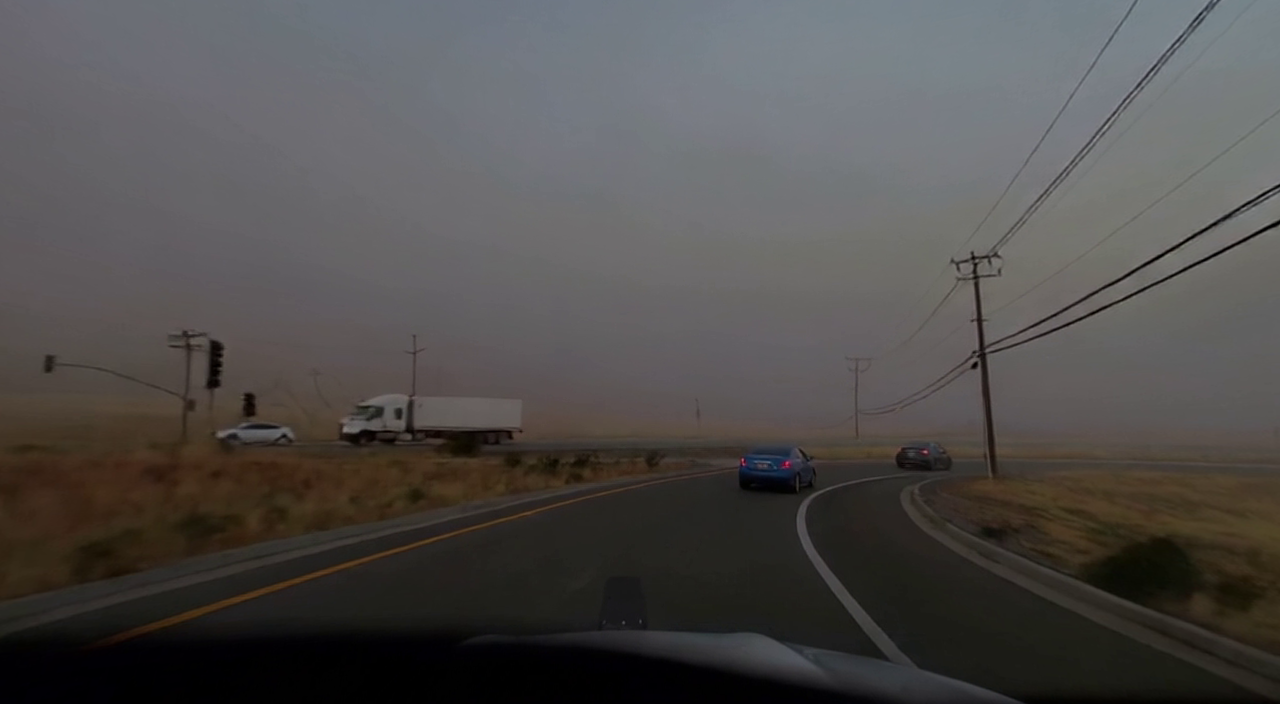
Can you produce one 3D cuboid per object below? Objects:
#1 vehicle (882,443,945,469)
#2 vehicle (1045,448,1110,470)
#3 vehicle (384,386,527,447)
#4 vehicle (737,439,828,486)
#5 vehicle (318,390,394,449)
[{"bbox_3d":[16.274,6.153,37.426,4.307,1.465,1.836,9,-12,-44],"label":"vehicle"},{"bbox_3d":[32.416,7.919,46.724,4.102,1.552,1.931,4,-10,-23],"label":"vehicle"},{"bbox_3d":[-13.080,4.810,45.385,9.356,3.992,2.808,6,-11,-33],"label":"vehicle"},{"bbox_3d":[4.993,3.758,21.659,2.026,1.407,4.374,-4,-10,26],"label":"vehicle"},{"bbox_3d":[-18.776,4.543,41.669,3.911,3.666,2.936,6,-11,-33],"label":"vehicle"}]
